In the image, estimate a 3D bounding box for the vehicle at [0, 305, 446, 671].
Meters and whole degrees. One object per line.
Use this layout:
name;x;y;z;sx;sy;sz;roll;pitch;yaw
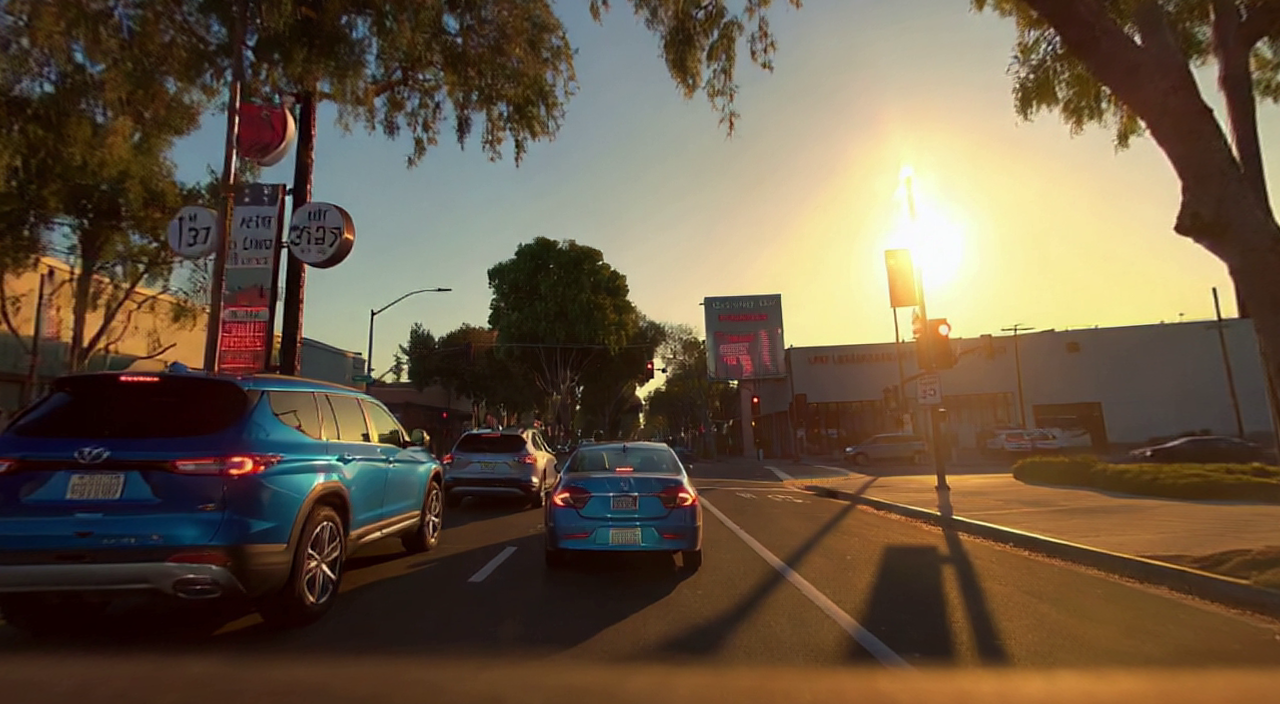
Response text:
vehicle;-3.815;1.133;6.219;2.152;2.118;5.066;0;-8;0

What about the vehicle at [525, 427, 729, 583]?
vehicle;-0.161;1.787;8.192;1.966;1.481;4.146;0;-8;-1

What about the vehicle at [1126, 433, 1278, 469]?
vehicle;25.358;4.486;28.495;1.845;1.476;4.809;6;-11;-40

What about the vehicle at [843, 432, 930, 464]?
vehicle;13.866;5.445;35.562;4.116;1.719;2.069;-1;-9;6

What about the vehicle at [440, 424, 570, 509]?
vehicle;-2.923;2.594;14.604;2.047;1.664;4.148;0;-8;1
